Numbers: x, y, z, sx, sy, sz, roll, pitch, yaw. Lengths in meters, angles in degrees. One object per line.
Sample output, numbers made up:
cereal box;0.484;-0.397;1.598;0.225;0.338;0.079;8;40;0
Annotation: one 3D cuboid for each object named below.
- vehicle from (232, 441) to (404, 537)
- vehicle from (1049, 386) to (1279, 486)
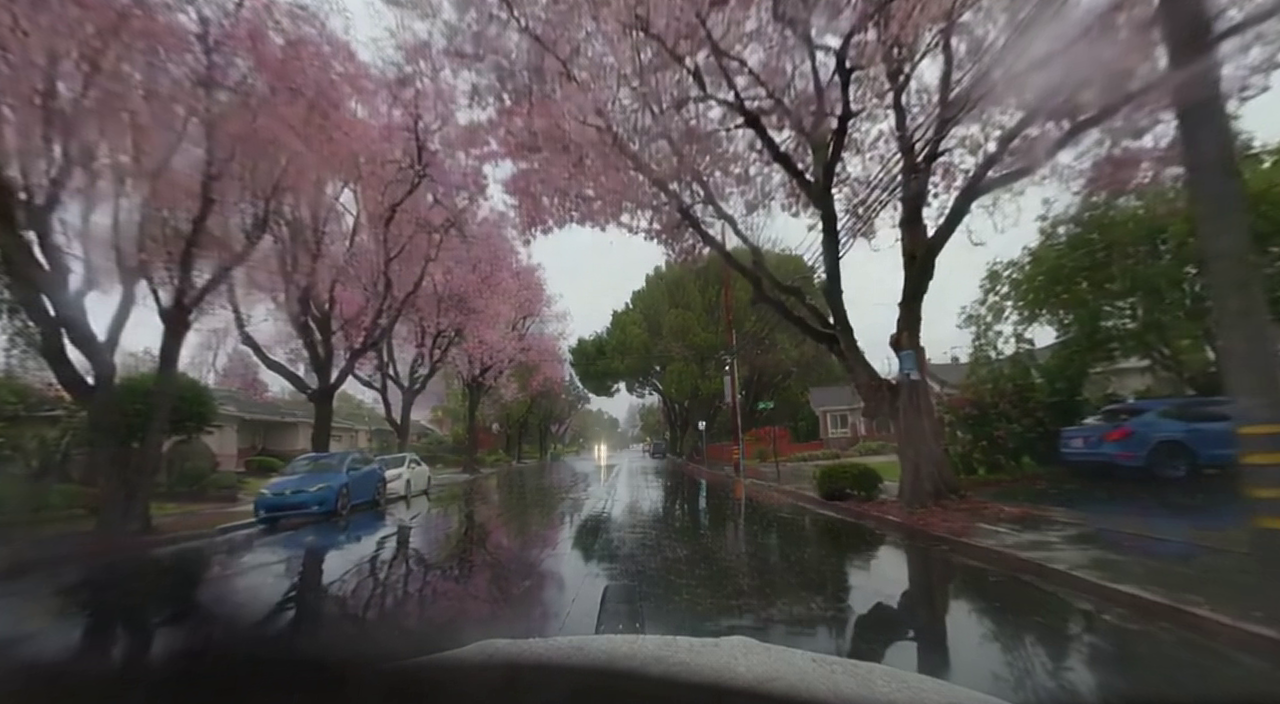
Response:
vehicle;-6.429;2.691;13.216;1.874;1.497;4.233;-2;-7;-7
vehicle;11.485;1.672;12.599;5.198;1.813;2.028;0;-8;-1
